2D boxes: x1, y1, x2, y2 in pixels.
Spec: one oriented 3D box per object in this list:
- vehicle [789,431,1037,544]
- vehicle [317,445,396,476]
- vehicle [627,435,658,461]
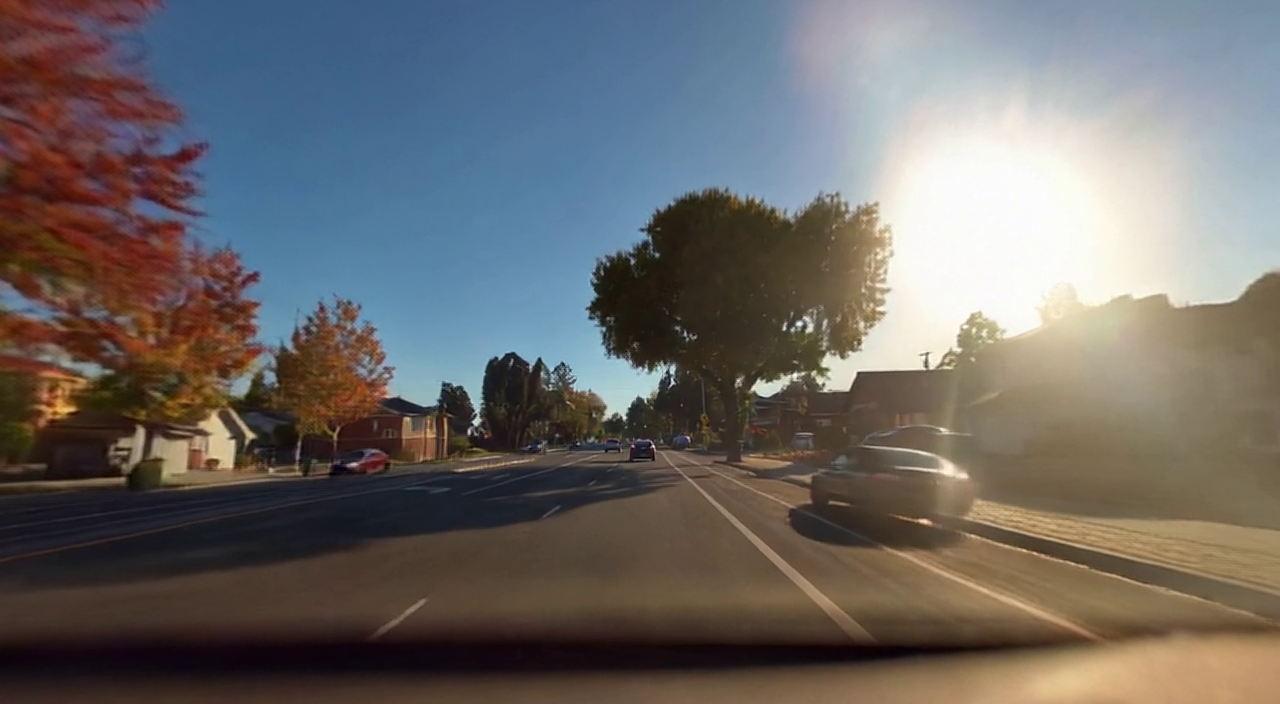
[{"bbox_3d":[4.202,2.171,10.860,2.080,1.469,4.898,0,-9,0],"label":"vehicle"},{"bbox_3d":[-14.107,5.388,31.634,1.937,1.386,4.354,-2,-9,1],"label":"vehicle"},{"bbox_3d":[0.178,6.539,42.973,2.024,1.655,4.301,0,-9,0],"label":"vehicle"}]
